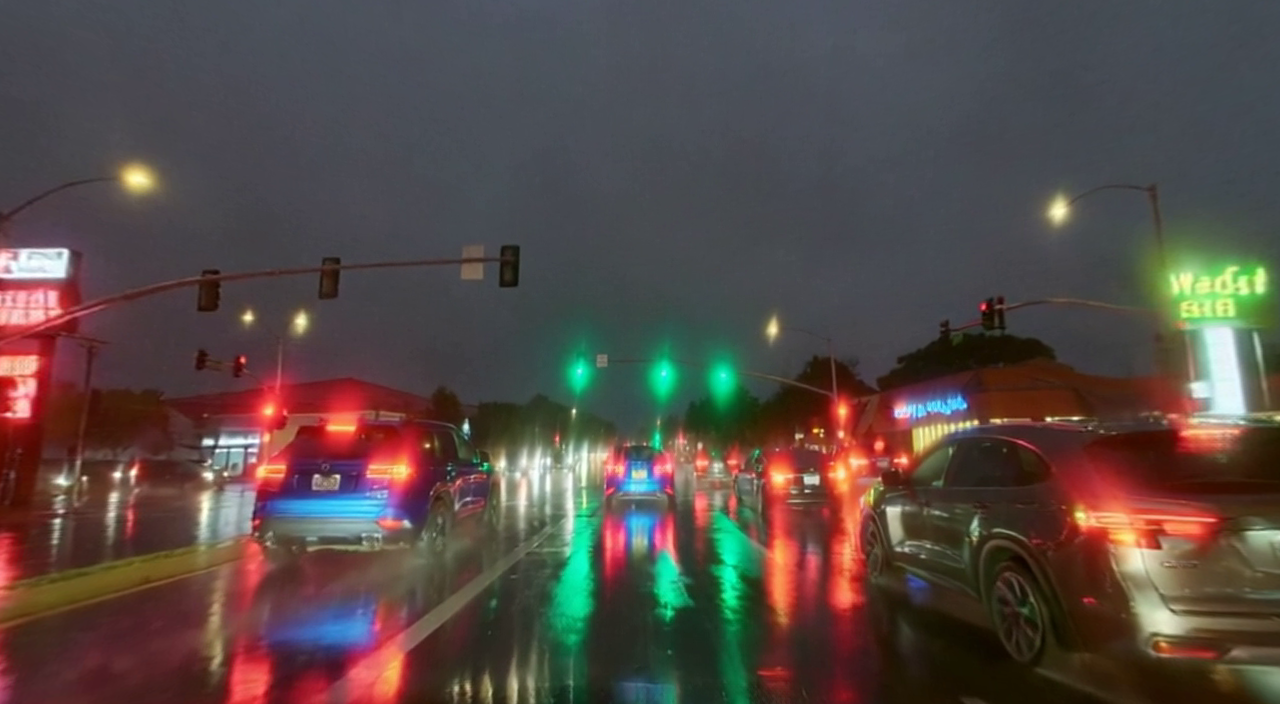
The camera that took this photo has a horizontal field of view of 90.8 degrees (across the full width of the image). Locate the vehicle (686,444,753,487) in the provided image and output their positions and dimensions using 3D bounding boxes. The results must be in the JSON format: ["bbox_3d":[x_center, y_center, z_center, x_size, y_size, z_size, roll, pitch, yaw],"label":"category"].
[{"bbox_3d":[3.129,4.576,25.776,2.099,1.553,4.279,0,-9,-1],"label":"vehicle"}]

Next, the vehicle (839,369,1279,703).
[{"bbox_3d":[3.241,1.219,4.719,2.075,1.661,4.401,0,-9,1],"label":"vehicle"}]

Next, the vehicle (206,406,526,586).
[{"bbox_3d":[-3.254,1.846,8.935,2.257,1.823,4.777,-1,-9,2],"label":"vehicle"}]

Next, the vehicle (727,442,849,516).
[{"bbox_3d":[3.353,2.952,15.191,1.865,1.496,4.170,0,-9,-1],"label":"vehicle"}]

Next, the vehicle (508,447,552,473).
[{"bbox_3d":[-7.843,7.714,45.455,2.293,1.777,4.497,0,-9,0],"label":"vehicle"}]

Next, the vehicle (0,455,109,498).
[{"bbox_3d":[-27.633,5.693,29.080,4.314,1.768,2.261,4,-10,-26],"label":"vehicle"}]

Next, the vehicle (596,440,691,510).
[{"bbox_3d":[0.053,3.105,16.373,2.154,1.577,3.723,0,-9,-1],"label":"vehicle"}]
